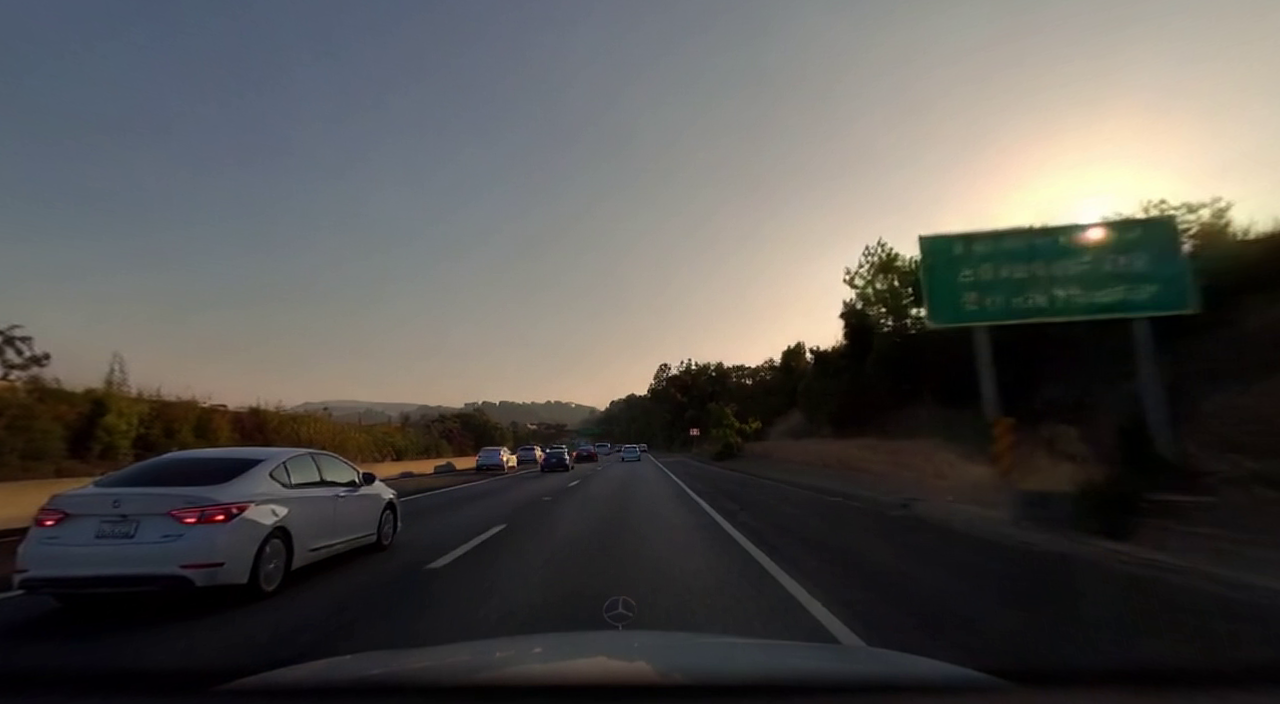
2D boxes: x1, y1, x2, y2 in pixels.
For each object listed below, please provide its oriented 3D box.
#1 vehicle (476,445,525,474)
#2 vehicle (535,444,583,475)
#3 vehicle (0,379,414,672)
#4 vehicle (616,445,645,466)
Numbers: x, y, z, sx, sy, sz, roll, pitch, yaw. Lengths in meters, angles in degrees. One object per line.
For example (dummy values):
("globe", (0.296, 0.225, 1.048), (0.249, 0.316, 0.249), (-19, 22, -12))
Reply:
("vehicle", (-7.874, 6.083, 35.715), (1.936, 1.516, 3.904), (0, -9, 0))
("vehicle", (-4.149, 5.571, 32.711), (1.988, 1.477, 4.118), (0, -9, 0))
("vehicle", (-4.123, 1.414, 6.194), (2.074, 1.779, 4.588), (0, -9, 0))
("vehicle", (-0.698, 7.689, 46.747), (2.023, 1.479, 3.718), (0, -9, 0))
